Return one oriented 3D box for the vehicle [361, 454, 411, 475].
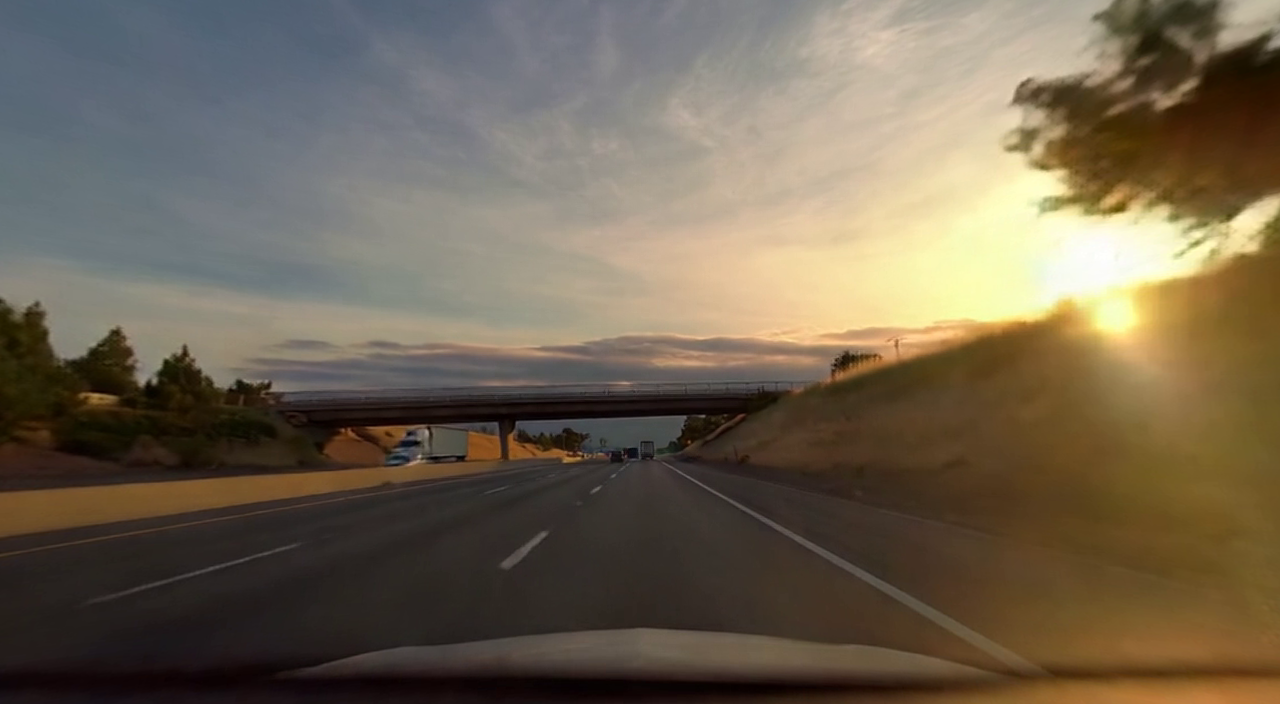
[{"bbox_3d":[-18.412,8.161,45.957,1.764,1.449,4.543,0,-9,0],"label":"vehicle"}]
